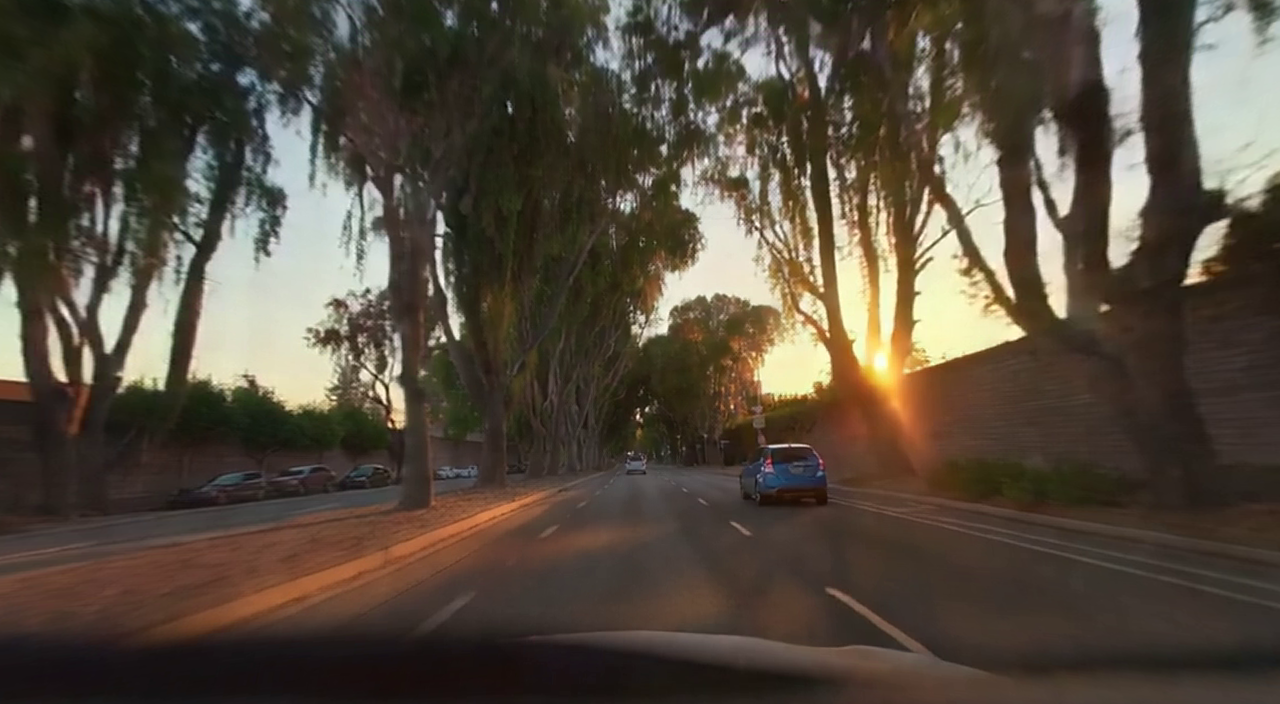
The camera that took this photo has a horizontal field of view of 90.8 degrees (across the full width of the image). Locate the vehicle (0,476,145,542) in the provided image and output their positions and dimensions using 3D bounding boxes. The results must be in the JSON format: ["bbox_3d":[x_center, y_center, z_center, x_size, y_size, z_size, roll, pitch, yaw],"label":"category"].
[{"bbox_3d":[-17.026,4.418,18.181,1.840,1.475,4.497,-1,-9,0],"label":"vehicle"}]

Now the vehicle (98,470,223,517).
[{"bbox_3d":[-21.568,6.326,28.711,1.928,1.740,4.809,-1,-9,-1],"label":"vehicle"}]

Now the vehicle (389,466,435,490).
[{"bbox_3d":[-17.040,9.443,47.493,1.933,1.494,4.259,-1,-9,-1],"label":"vehicle"}]

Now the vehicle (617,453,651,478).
[{"bbox_3d":[-0.424,8.368,46.712,2.391,1.739,3.837,0,-9,0],"label":"vehicle"}]

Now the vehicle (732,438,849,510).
[{"bbox_3d":[4.080,3.409,18.004,2.155,1.752,4.456,0,-9,-1],"label":"vehicle"}]

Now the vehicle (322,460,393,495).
[{"bbox_3d":[-17.524,7.815,39.529,2.352,1.857,4.893,-3,-10,-2],"label":"vehicle"}]

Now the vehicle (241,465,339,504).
[{"bbox_3d":[-17.342,6.568,31.642,2.184,1.697,4.826,-1,-9,0],"label":"vehicle"}]
